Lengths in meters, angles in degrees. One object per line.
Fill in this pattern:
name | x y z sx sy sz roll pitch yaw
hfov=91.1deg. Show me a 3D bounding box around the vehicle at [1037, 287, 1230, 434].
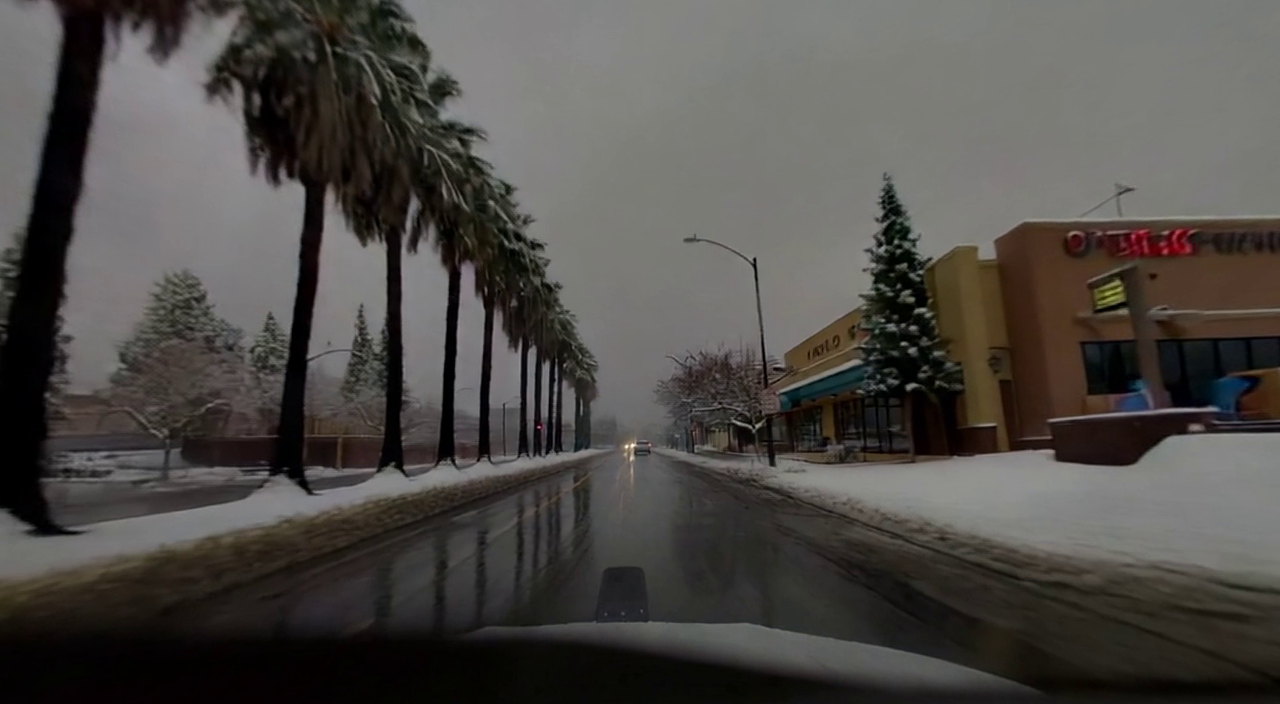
vehicle | 10.400 0.406 13.107 4.592 2.160 2.015 10 -19 -41
